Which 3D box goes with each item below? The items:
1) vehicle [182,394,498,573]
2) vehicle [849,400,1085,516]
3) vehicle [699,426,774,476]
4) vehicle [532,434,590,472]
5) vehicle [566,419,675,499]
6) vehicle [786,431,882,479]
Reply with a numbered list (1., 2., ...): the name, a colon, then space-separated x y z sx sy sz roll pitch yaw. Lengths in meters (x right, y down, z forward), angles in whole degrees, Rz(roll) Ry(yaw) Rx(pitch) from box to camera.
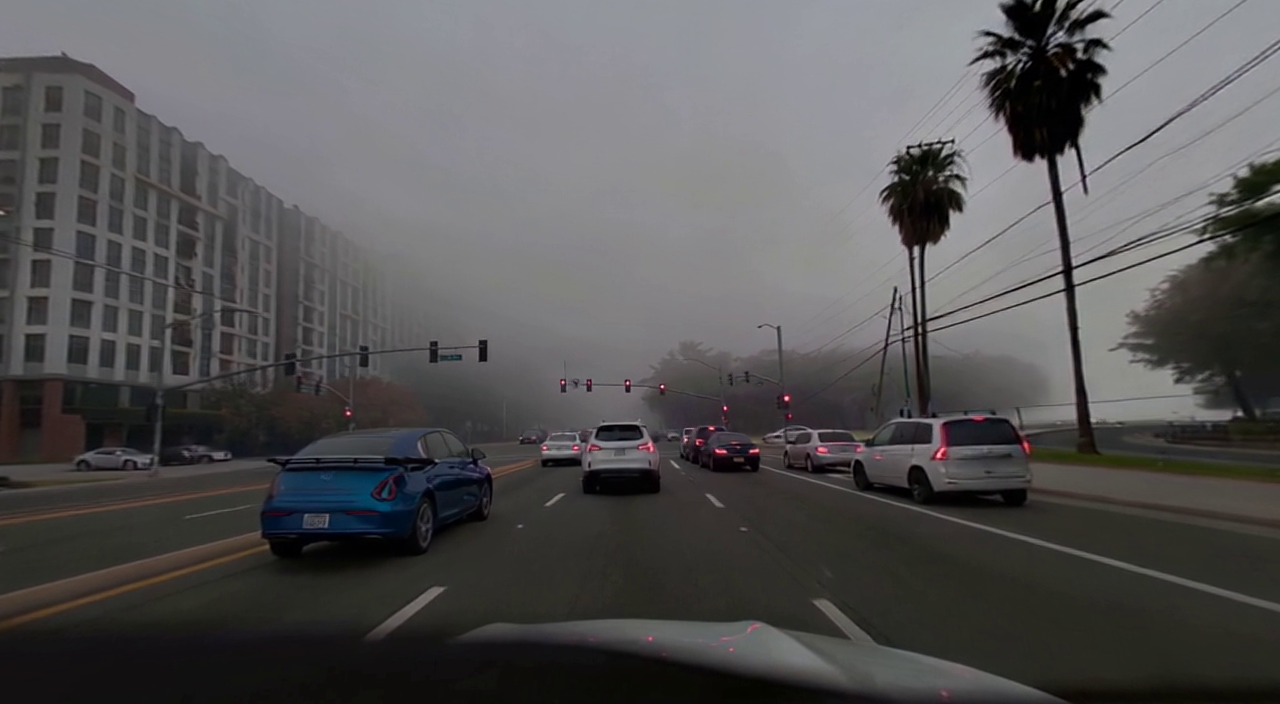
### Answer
1. vehicle: -3.505 1.637 8.599 2.136 1.779 4.417 0 -8 0
2. vehicle: 6.507 2.212 13.561 2.130 1.979 5.310 0 -8 -1
3. vehicle: 3.304 3.499 22.476 1.975 1.598 4.025 0 -8 -1
4. vehicle: -3.285 4.306 27.054 1.973 1.504 3.895 0 -8 0
5. vehicle: -0.454 2.581 15.587 2.302 1.681 4.217 0 -8 -1
6. vehicle: 6.490 3.498 21.673 1.764 1.451 4.300 0 -8 -2
